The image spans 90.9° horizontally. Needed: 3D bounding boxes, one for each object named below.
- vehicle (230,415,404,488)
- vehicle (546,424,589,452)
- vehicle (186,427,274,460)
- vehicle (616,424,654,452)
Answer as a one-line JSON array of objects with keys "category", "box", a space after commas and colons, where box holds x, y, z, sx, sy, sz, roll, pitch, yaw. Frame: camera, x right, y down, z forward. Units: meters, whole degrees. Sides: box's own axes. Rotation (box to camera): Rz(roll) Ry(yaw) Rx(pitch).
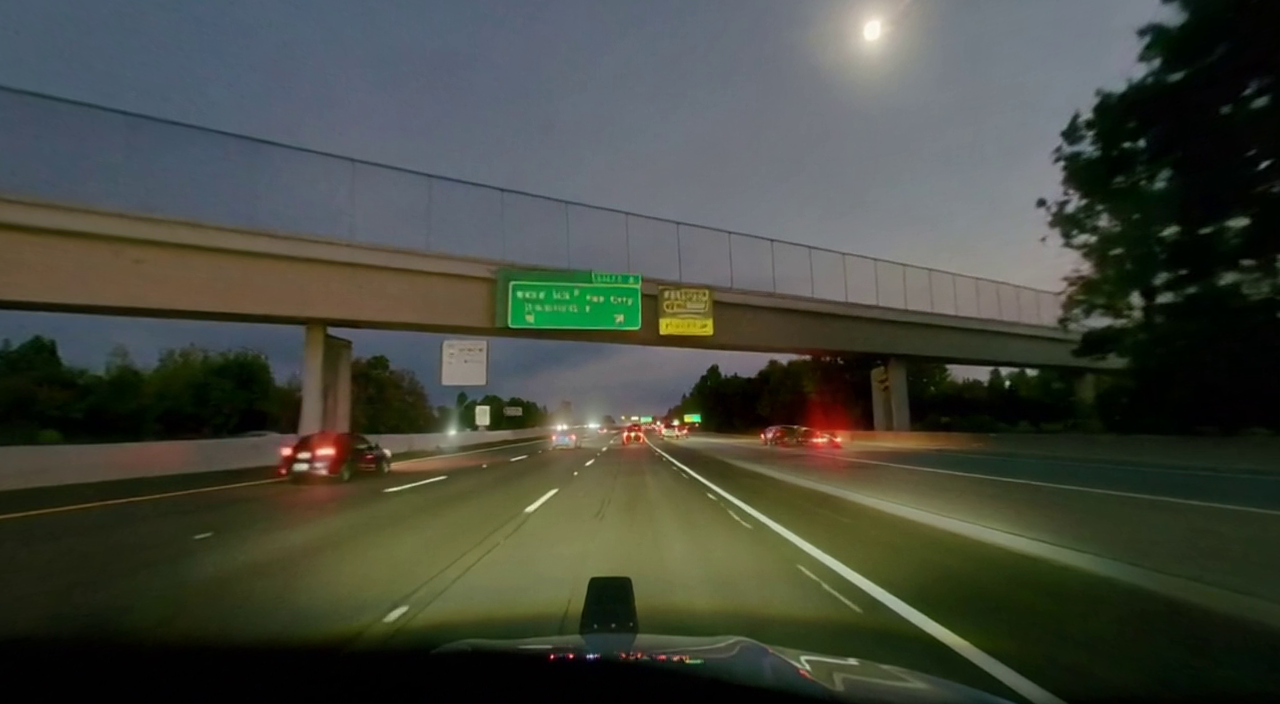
[{"category": "vehicle", "box": [-7.712, 2.412, 15.666, 2.009, 1.537, 4.449, 1, -7, -1]}, {"category": "vehicle", "box": [-4.301, 5.157, 37.886, 2.103, 1.512, 4.155, 1, -7, 0]}, {"category": "vehicle", "box": [-22.723, 5.073, 35.160, 1.947, 1.642, 4.421, 1, -7, 0]}, {"category": "vehicle", "box": [-0.346, 5.452, 40.129, 2.240, 1.646, 4.949, 1, -7, -1]}]
